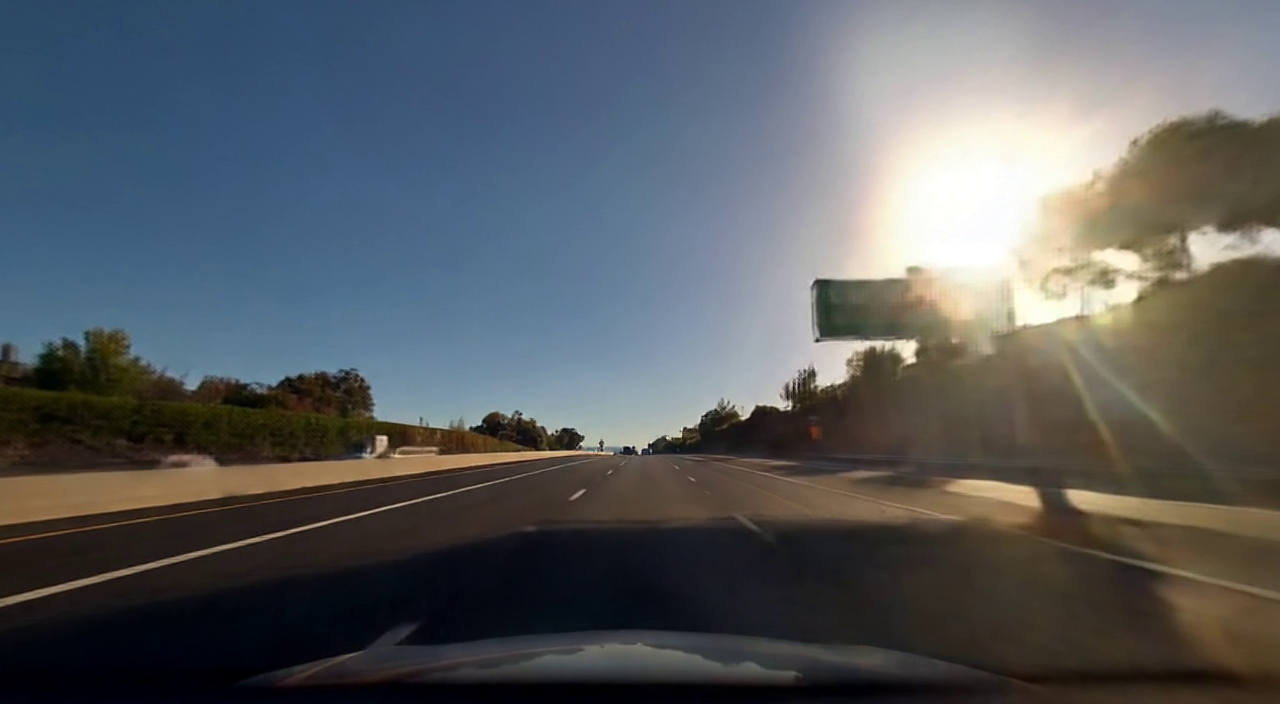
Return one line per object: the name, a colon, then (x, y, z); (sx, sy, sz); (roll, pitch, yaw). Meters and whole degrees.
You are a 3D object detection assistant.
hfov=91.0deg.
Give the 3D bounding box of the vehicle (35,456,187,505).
vehicle: (-18.214, 4.406, 21.956); (1.832, 1.479, 3.871); (0, -9, 2)
